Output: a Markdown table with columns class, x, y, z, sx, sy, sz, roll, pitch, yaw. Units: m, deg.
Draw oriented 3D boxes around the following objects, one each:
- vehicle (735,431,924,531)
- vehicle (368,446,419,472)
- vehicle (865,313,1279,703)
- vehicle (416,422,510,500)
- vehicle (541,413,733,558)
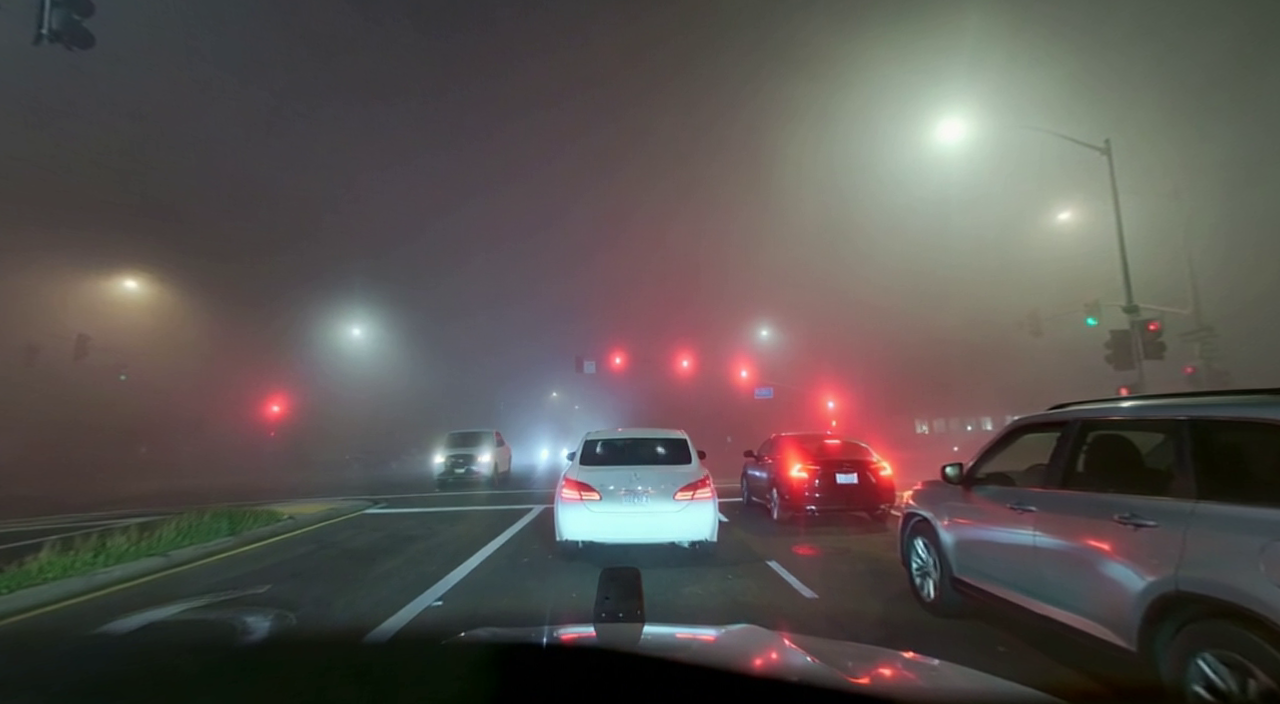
| class | x | y | z | sx | sy | sz | roll | pitch | yaw |
| --- | --- | --- | --- | --- | --- | --- | --- | --- | --- |
| vehicle | 3.162 | 2.252 | 11.669 | 2.001 | 1.463 | 4.398 | 0 | -8 | -2 |
| vehicle | -18.763 | 8.138 | 48.362 | 2.026 | 1.836 | 4.726 | 0 | -8 | 0 |
| vehicle | 3.011 | 0.917 | 3.160 | 2.103 | 1.701 | 4.294 | 0 | -8 | -1 |
| vehicle | -4.692 | 2.943 | 17.387 | 2.021 | 1.837 | 4.448 | 1 | -9 | -10 |
| vehicle | -0.081 | 1.825 | 9.290 | 2.188 | 1.637 | 4.027 | 0 | -8 | -1 |
